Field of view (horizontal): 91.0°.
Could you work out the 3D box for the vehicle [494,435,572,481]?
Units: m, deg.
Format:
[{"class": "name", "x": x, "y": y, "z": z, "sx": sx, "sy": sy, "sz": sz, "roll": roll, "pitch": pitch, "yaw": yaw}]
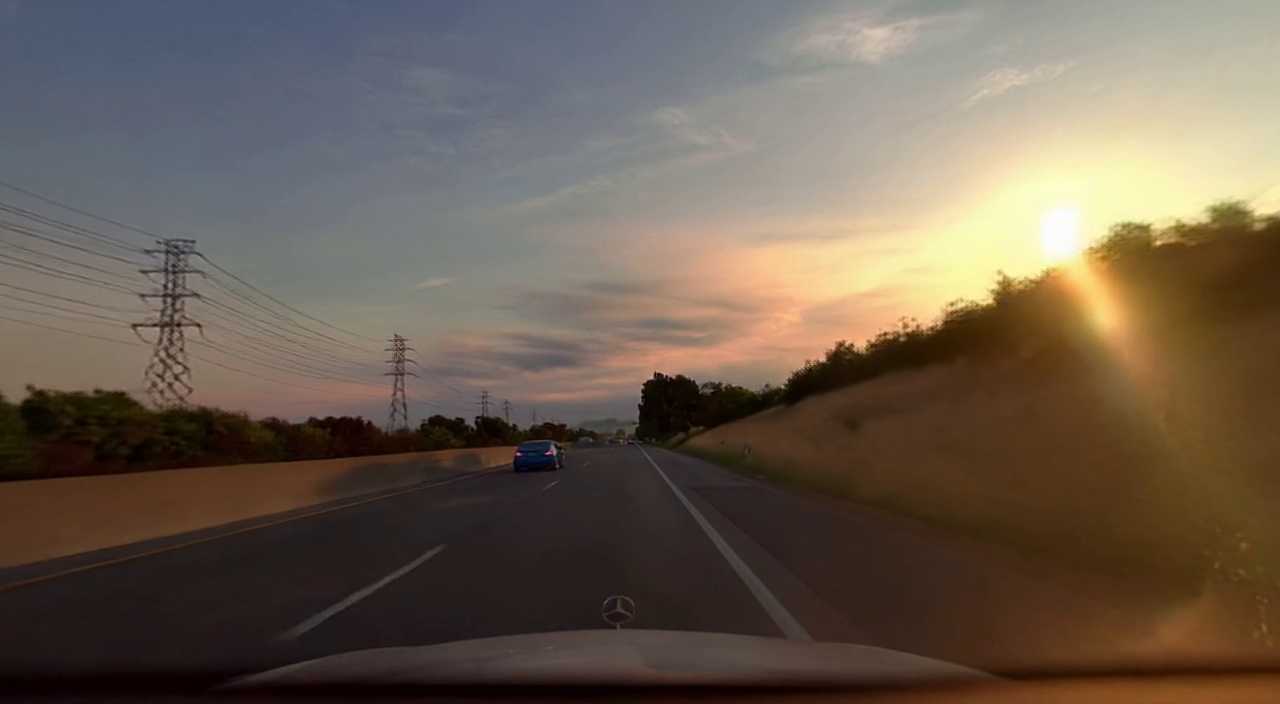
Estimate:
[{"class": "vehicle", "x": -4.032, "y": 4.064, "z": 24.613, "sx": 2.158, "sy": 1.604, "sz": 4.679, "roll": 0, "pitch": -8, "yaw": 1}]
